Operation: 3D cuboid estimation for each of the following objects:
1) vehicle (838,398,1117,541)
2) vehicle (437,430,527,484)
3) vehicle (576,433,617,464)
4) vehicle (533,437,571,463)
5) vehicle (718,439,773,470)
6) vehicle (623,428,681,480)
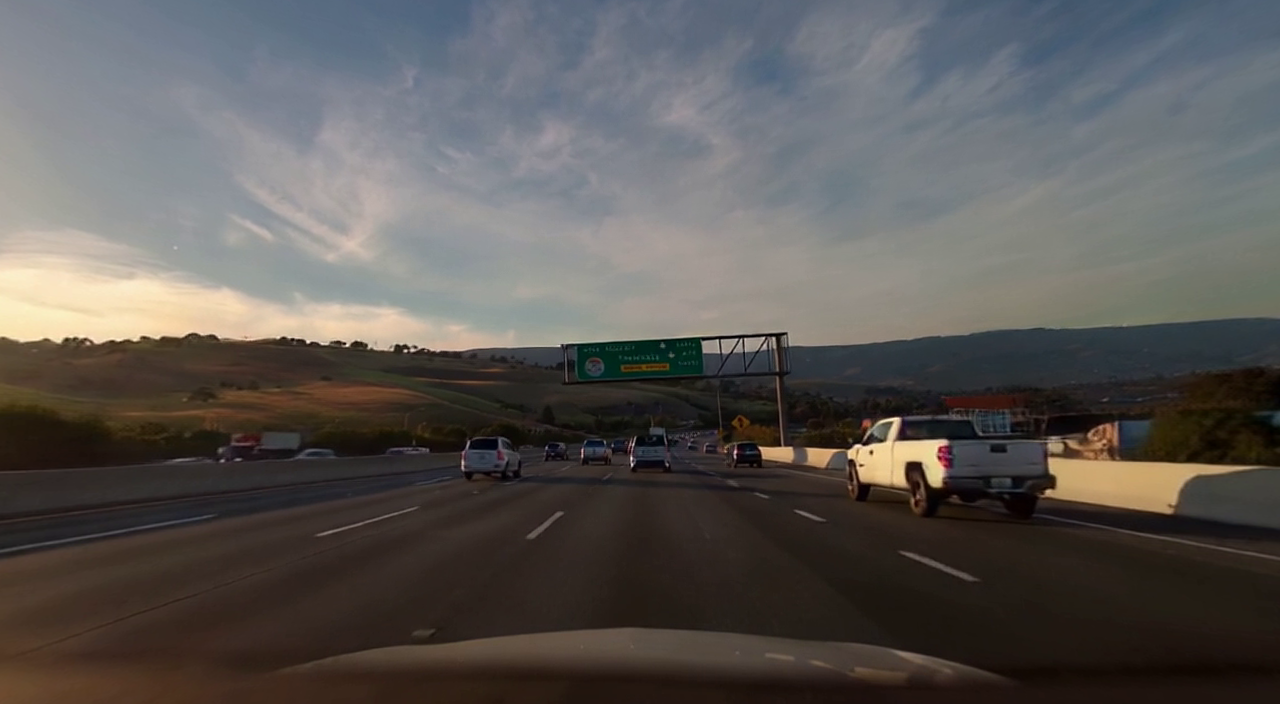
[{"bbox_3d":[5.210,1.891,10.733,2.029,1.859,4.669,0,-8,-2],"label":"vehicle"},{"bbox_3d":[-5.811,3.937,23.927,2.160,1.799,5.001,0,-8,0],"label":"vehicle"},{"bbox_3d":[-2.963,6.745,44.340,2.316,1.999,5.765,0,-8,1],"label":"vehicle"},{"bbox_3d":[-6.408,7.188,46.469,2.036,1.813,4.564,0,-8,1],"label":"vehicle"},{"bbox_3d":[5.344,5.279,32.659,1.998,1.456,4.338,0,-8,-1],"label":"vehicle"},{"bbox_3d":[0.418,3.932,24.508,2.052,1.808,3.898,0,-8,0],"label":"vehicle"}]
